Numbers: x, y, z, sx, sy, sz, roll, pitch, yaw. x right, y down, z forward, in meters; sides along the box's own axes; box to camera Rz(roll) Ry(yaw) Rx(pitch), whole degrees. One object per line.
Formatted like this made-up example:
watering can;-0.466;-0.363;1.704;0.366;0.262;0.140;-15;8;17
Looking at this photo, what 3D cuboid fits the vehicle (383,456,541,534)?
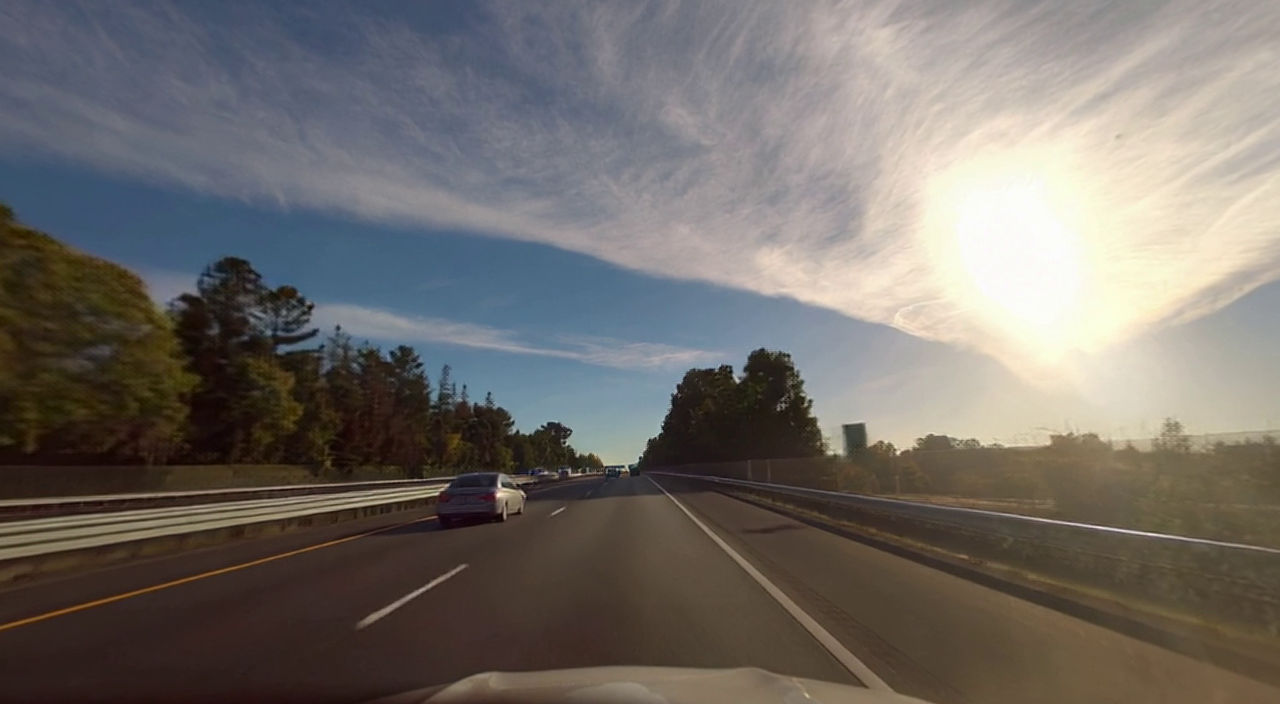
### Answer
vehicle;-3.839;3.235;14.722;2.146;1.441;5.020;1;-10;1
